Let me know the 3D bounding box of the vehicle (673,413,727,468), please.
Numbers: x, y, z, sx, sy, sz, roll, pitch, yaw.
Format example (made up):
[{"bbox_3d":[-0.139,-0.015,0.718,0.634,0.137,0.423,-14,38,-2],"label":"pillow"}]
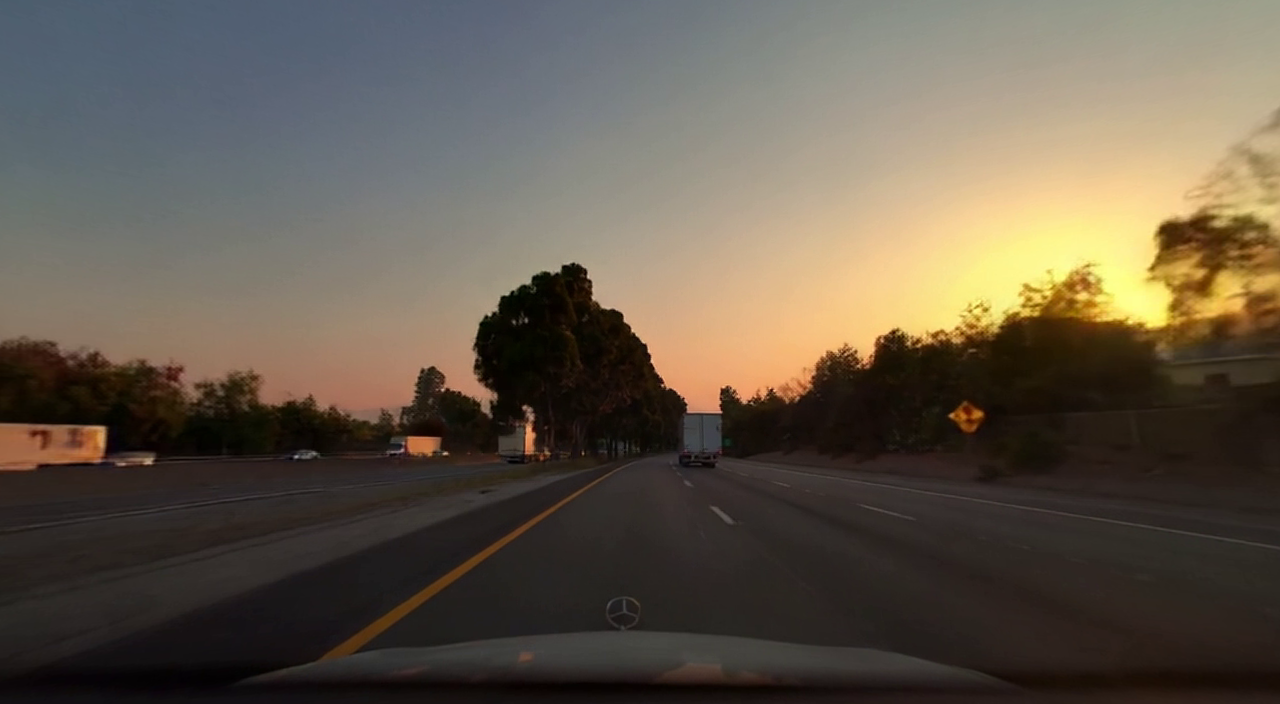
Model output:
[{"bbox_3d":[4.362,6.951,48.981,2.928,3.595,13.975,0,-9,1],"label":"vehicle"}]

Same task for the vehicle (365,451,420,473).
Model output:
[{"bbox_3d":[-16.790,7.449,42.953,1.833,1.438,4.011,-1,-9,5],"label":"vehicle"}]

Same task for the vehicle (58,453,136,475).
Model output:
[{"bbox_3d":[-40.051,8.261,46.662,1.714,1.471,4.288,-1,-9,3],"label":"vehicle"}]
